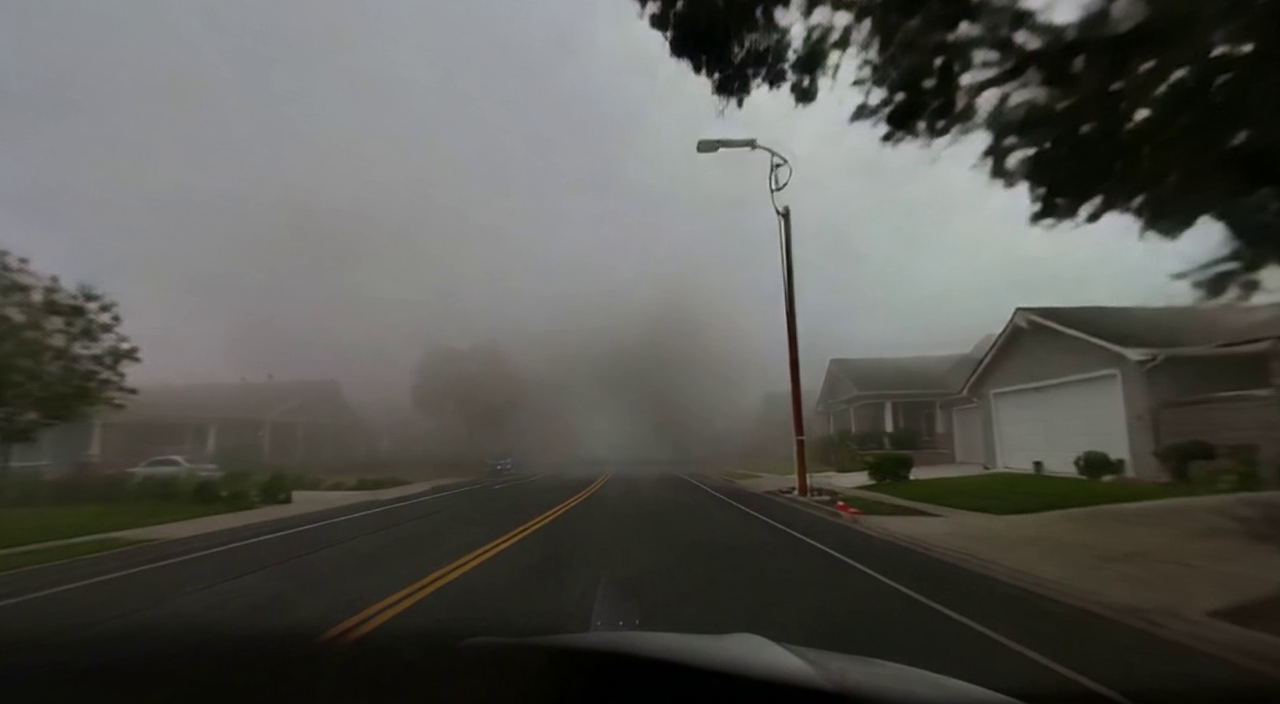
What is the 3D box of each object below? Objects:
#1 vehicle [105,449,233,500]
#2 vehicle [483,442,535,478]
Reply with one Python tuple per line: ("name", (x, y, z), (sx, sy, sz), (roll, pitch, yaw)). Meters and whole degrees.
("vehicle", (-19.079, 4.944, 25.892), (1.961, 1.772, 4.253), (-3, -9, 0))
("vehicle", (-7.544, 6.244, 36.714), (2.209, 1.807, 4.432), (-3, -9, -2))
